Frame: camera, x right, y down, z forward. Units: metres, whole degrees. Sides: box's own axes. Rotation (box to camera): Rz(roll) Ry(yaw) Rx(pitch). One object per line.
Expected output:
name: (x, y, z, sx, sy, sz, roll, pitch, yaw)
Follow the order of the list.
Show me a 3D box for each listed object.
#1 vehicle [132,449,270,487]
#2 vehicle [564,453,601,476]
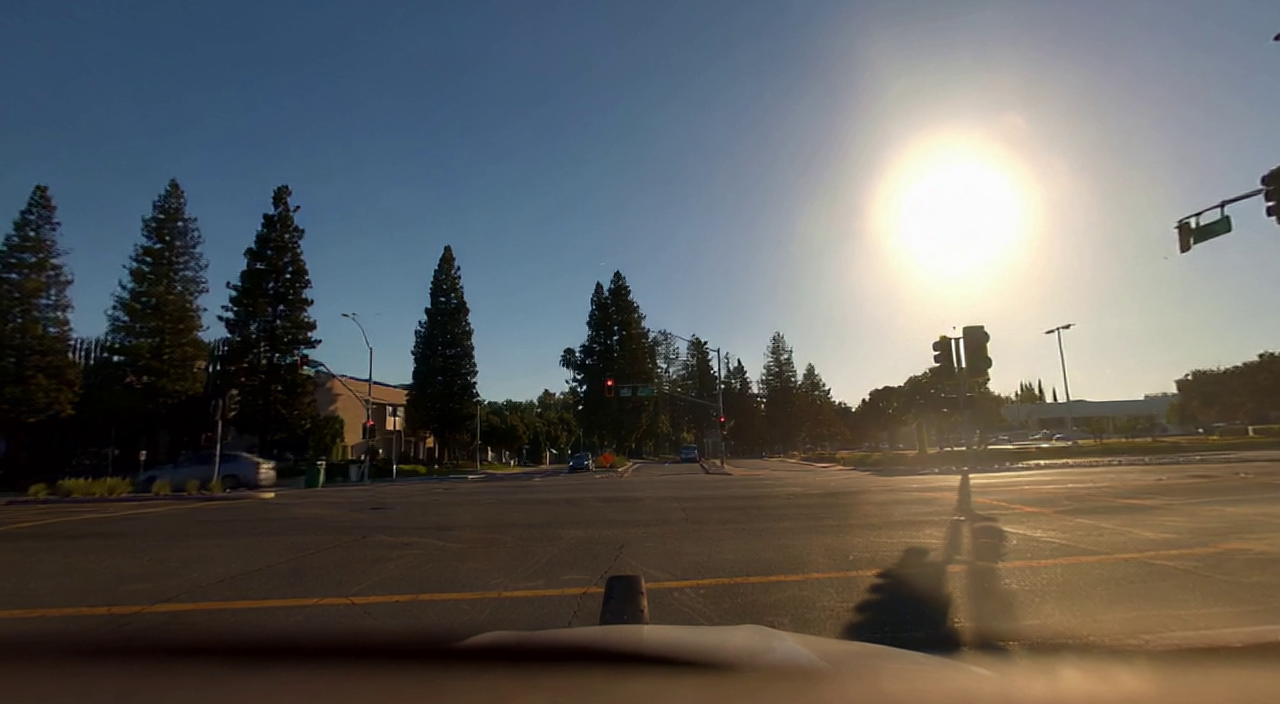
vehicle: (-23.476, 6.197, 33.878, 5.762, 1.886, 2.241, 0, -8, 2)
vehicle: (-4.481, 8.844, 49.831, 2.030, 1.704, 4.205, -1, -8, 7)
